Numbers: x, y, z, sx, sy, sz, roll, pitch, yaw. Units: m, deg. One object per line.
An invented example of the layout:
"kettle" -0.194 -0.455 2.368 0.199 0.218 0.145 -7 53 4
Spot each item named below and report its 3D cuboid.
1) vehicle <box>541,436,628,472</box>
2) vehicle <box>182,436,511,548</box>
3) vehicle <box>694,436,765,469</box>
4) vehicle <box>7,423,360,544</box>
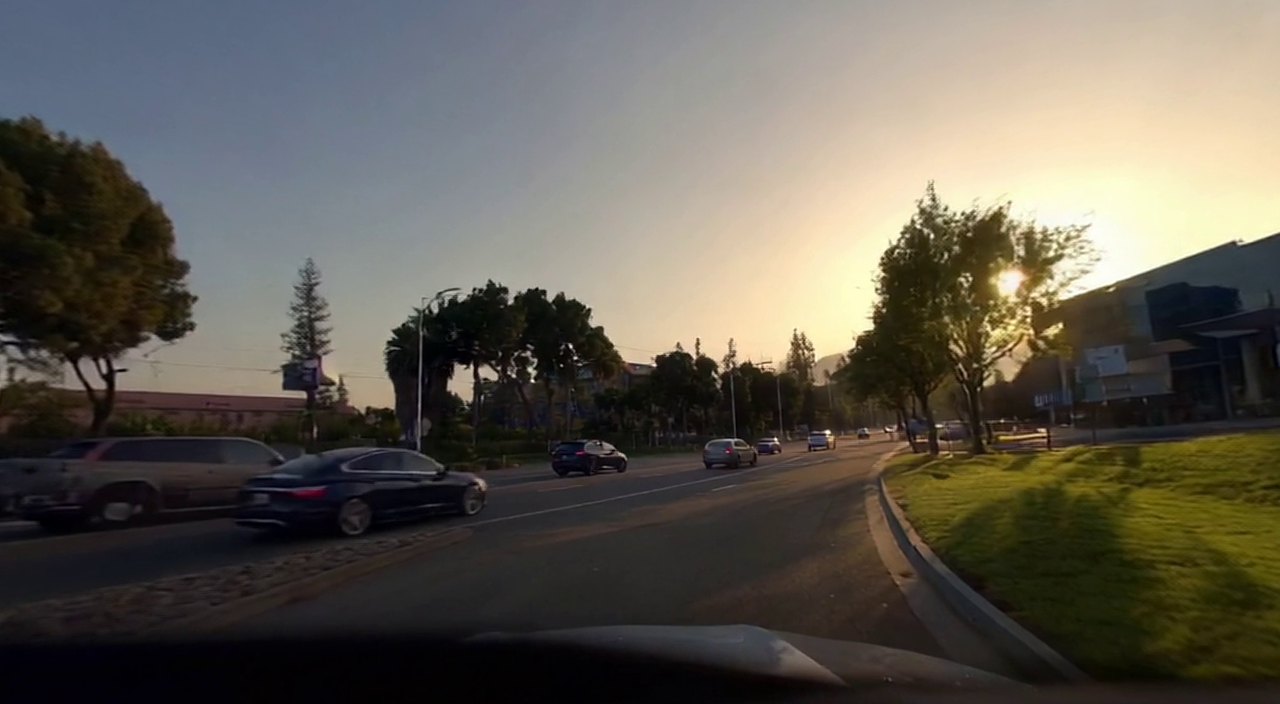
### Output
"vehicle" -2.964 5.613 34.714 2.506 1.718 4.822 -7 -11 27
"vehicle" -4.684 2.273 10.965 2.056 1.442 4.725 -4 -10 31
"vehicle" 4.525 5.028 31.470 1.984 1.482 4.482 -5 -11 29
"vehicle" -7.835 2.314 11.519 2.050 1.695 4.677 -6 -11 26
